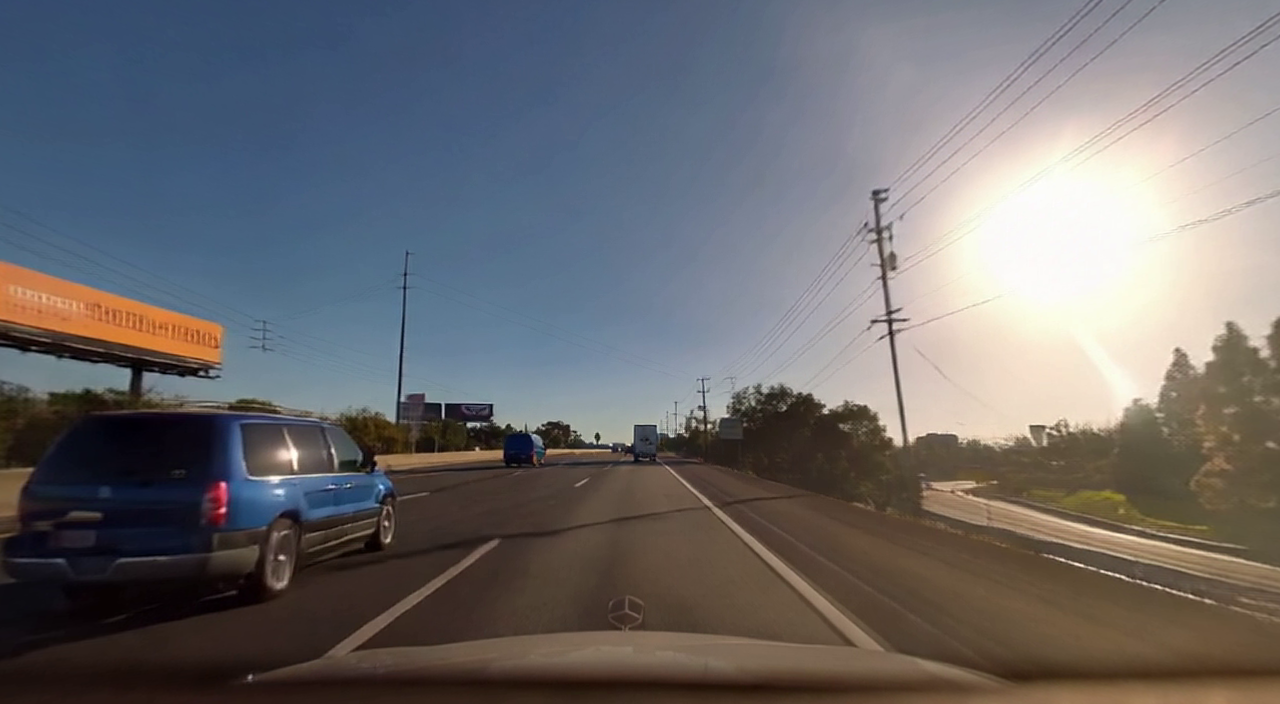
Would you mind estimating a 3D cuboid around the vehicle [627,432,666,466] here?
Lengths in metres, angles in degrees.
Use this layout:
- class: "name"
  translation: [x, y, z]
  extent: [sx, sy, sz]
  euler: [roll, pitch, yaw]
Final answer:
- class: "vehicle"
  translation: [0.428, 7.128, 46.270]
  extent: [2.692, 2.279, 5.695]
  euler: [0, -8, 0]

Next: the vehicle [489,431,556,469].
- class: "vehicle"
  translation: [-6.935, 5.936, 38.123]
  extent: [2.695, 2.084, 6.836]
  euler: [0, -8, 1]

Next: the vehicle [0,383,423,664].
- class: "vehicle"
  translation: [-4.113, 1.407, 6.328]
  extent: [2.145, 1.730, 4.729]
  euler: [0, -8, 0]
